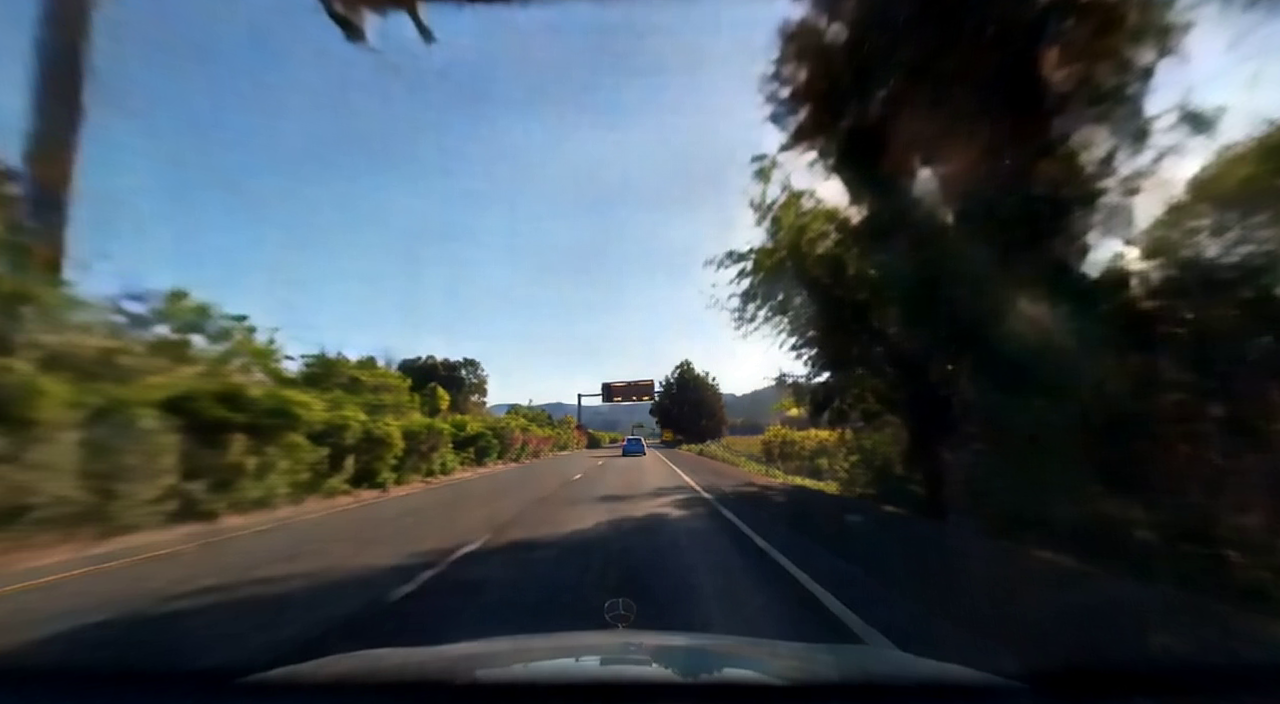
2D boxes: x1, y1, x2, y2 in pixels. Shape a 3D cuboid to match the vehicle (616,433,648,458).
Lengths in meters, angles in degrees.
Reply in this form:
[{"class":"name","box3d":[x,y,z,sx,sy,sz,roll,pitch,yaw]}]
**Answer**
[{"class":"vehicle","box3d":[-0.584,6.648,44.853,2.180,1.717,4.139,0,-8,-1]}]
